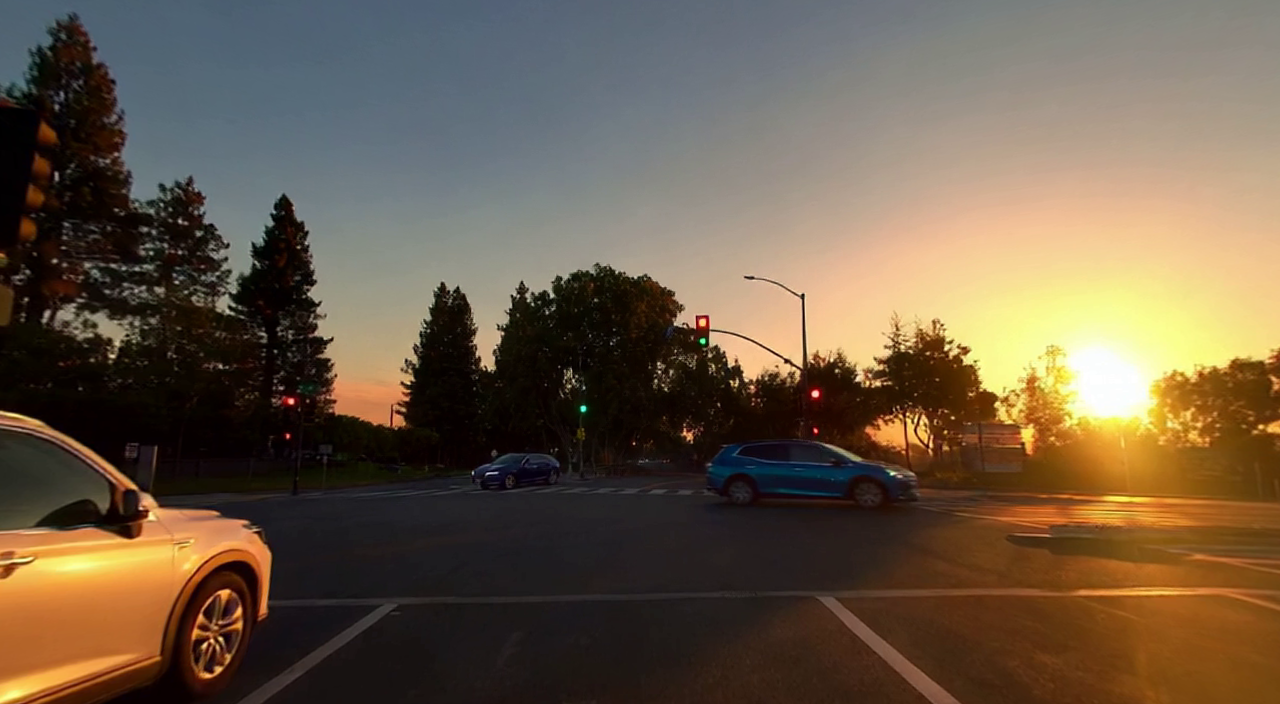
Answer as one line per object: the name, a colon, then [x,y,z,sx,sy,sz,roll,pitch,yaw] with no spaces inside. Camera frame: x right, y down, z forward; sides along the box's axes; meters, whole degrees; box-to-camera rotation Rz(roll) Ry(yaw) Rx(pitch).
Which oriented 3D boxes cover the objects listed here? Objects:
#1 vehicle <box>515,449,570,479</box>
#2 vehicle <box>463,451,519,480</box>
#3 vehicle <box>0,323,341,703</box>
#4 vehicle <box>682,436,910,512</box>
vehicle: [-5.252,6.083,34.510,2.107,1.456,4.728,0,-8,2]
vehicle: [-8.064,6.170,34.448,1.960,1.433,4.213,0,-8,1]
vehicle: [-3.446,0.814,2.474,2.242,1.761,4.505,0,-8,1]
vehicle: [3.163,2.584,13.540,4.404,1.486,1.841,0,-8,0]
